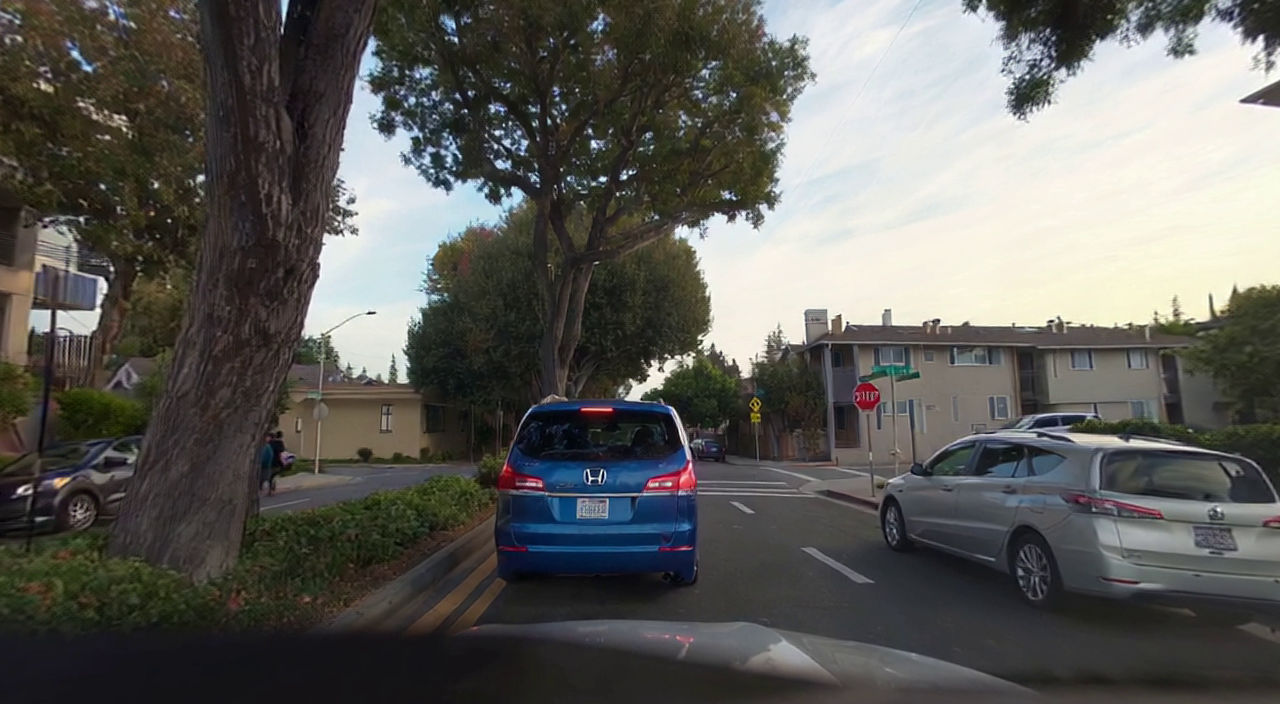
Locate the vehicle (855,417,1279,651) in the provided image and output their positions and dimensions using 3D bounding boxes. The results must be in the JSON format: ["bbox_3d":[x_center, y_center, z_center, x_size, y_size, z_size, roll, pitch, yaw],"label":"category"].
[{"bbox_3d":[4.219,1.679,6.906,1.959,1.581,4.731,4,-9,-2],"label":"vehicle"}]

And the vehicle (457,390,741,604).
[{"bbox_3d":[-0.371,1.569,7.704,2.377,1.787,4.652,0,-8,-1],"label":"vehicle"}]

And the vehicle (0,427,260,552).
[{"bbox_3d":[-8.291,2.019,10.054,1.825,1.532,4.083,-3,-7,2],"label":"vehicle"}]
